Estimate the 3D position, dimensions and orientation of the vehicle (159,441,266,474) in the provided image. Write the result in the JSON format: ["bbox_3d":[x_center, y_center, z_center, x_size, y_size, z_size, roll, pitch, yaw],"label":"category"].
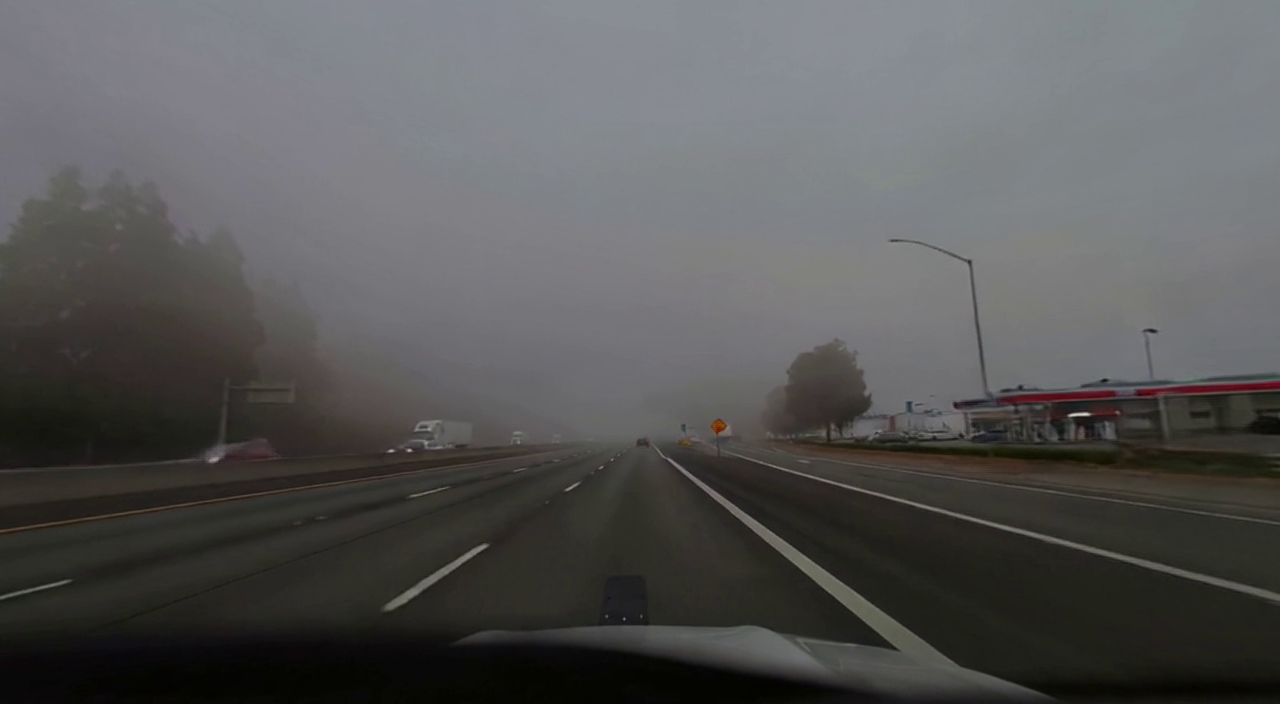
[{"bbox_3d":[-20.249,5.011,30.161,2.106,1.461,4.359,0,-8,-1],"label":"vehicle"}]
